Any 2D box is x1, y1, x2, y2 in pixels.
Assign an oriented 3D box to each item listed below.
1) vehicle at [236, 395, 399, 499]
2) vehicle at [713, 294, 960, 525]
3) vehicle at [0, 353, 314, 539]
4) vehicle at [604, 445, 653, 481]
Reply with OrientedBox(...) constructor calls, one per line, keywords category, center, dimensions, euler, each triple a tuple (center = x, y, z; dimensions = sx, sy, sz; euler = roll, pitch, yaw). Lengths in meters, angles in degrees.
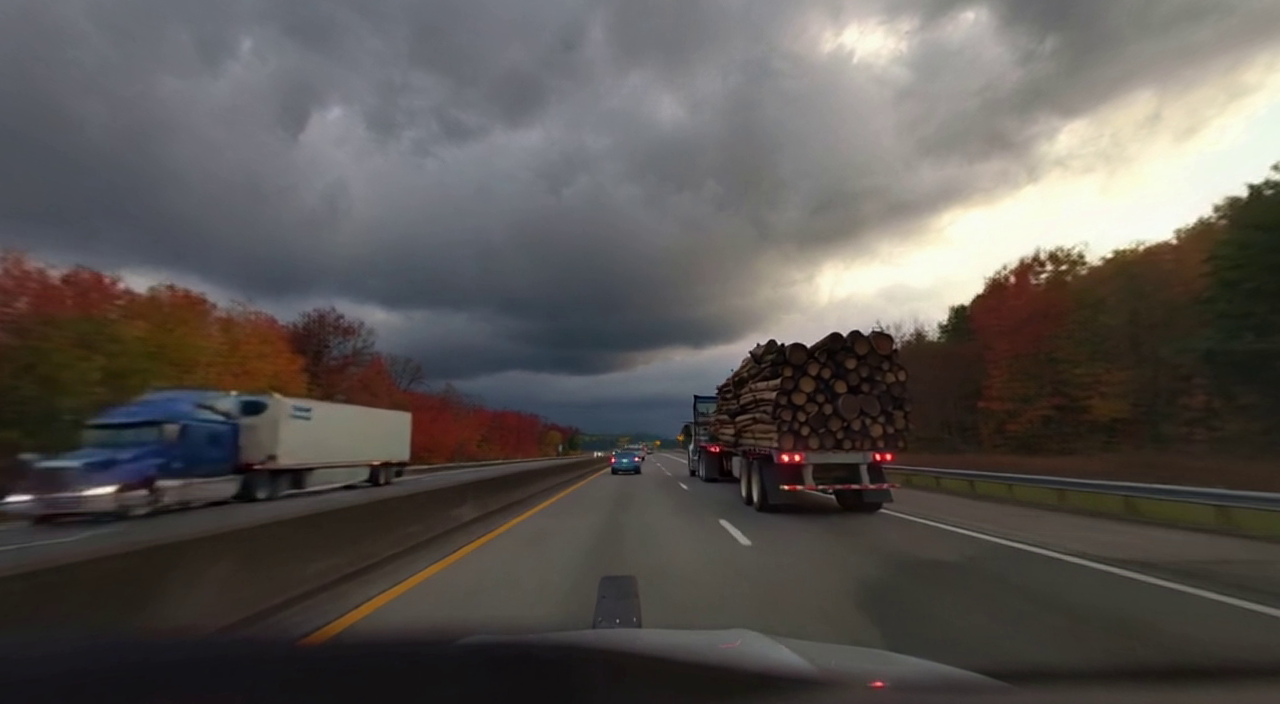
OrientedBox(category="vehicle", center=(-14.031, 4.297, 28.325), dimensions=(2.876, 3.959, 8.104), euler=(-1, -9, 1))
OrientedBox(category="vehicle", center=(3.787, 1.564, 14.865), dimensions=(3.004, 3.923, 8.363), euler=(-1, -9, 0))
OrientedBox(category="vehicle", center=(-14.101, 2.795, 18.675), dimensions=(2.968, 3.947, 10.444), euler=(-1, -9, 1))
OrientedBox(category="vehicle", center=(-0.482, 5.036, 28.731), dimensions=(2.099, 1.506, 4.097), euler=(-1, -9, 0))
